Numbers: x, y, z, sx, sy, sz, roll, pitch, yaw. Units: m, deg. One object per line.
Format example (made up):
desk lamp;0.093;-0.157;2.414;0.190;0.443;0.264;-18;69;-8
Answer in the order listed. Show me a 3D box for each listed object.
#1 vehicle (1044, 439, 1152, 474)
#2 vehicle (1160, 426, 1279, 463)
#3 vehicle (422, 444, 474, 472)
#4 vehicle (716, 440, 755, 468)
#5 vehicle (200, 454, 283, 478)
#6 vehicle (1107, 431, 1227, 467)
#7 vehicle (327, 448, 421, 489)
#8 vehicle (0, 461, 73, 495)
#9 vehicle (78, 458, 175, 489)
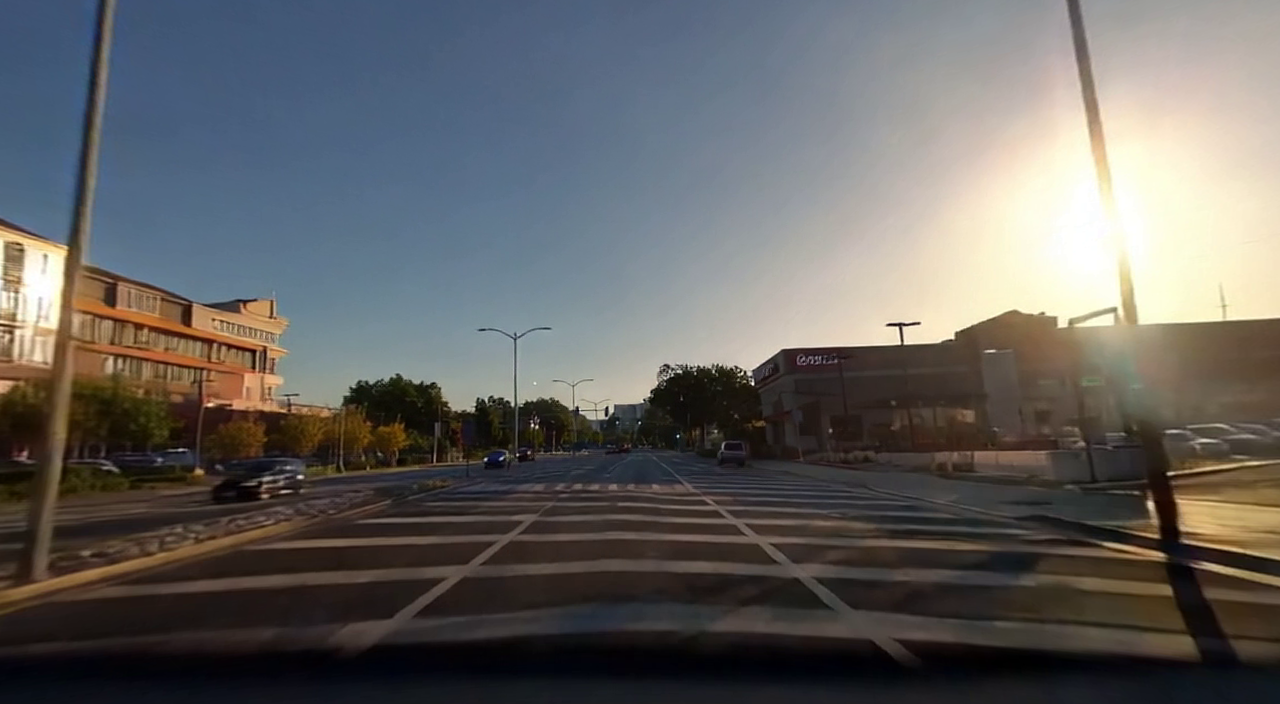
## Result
vehicle;22.846;5.180;31.566;2.025;1.586;4.486;-1;-8;0
vehicle;28.296;4.494;30.478;1.898;1.609;4.864;0;-9;0
vehicle;-13.383;7.401;44.096;2.398;1.807;4.507;0;-9;-3
vehicle;6.811;7.311;45.136;2.017;1.839;4.351;0;-9;-1
vehicle;-29.500;8.405;46.690;5.026;1.615;1.939;5;-10;-30
vehicle;25.717;4.777;30.893;1.908;1.617;4.452;0;-9;-2
vehicle;-12.267;5.367;29.421;2.082;1.712;5.122;0;-9;1
vehicle;-31.290;6.281;31.198;4.360;1.536;1.990;7;-11;-39
vehicle;-31.144;7.362;38.240;4.351;1.547;1.998;3;-11;-34
